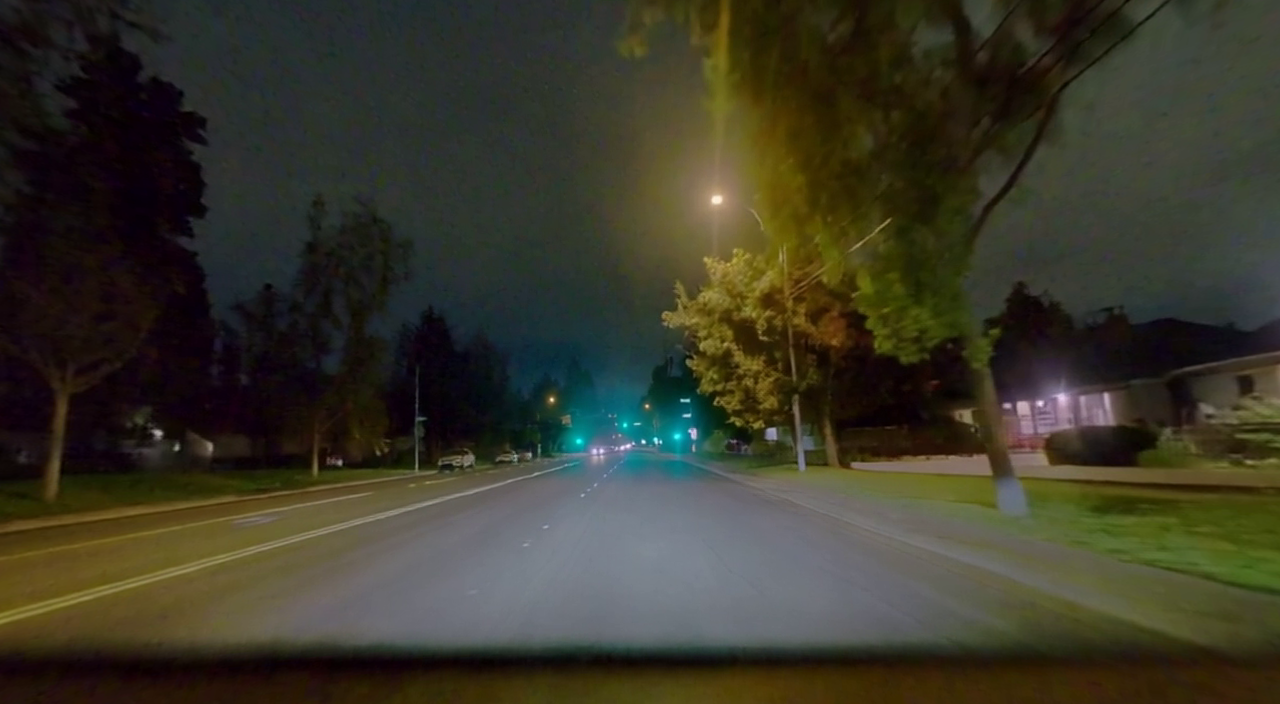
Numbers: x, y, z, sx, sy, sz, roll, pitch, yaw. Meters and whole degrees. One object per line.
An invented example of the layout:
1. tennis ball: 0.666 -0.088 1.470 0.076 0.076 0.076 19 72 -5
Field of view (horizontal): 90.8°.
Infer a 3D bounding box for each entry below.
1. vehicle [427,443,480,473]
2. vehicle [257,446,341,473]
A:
1. vehicle: -14.406 8.199 49.232 2.324 2.216 5.998 0 -8 0
2. vehicle: -22.646 7.155 42.058 4.514 1.711 1.855 0 -8 0
